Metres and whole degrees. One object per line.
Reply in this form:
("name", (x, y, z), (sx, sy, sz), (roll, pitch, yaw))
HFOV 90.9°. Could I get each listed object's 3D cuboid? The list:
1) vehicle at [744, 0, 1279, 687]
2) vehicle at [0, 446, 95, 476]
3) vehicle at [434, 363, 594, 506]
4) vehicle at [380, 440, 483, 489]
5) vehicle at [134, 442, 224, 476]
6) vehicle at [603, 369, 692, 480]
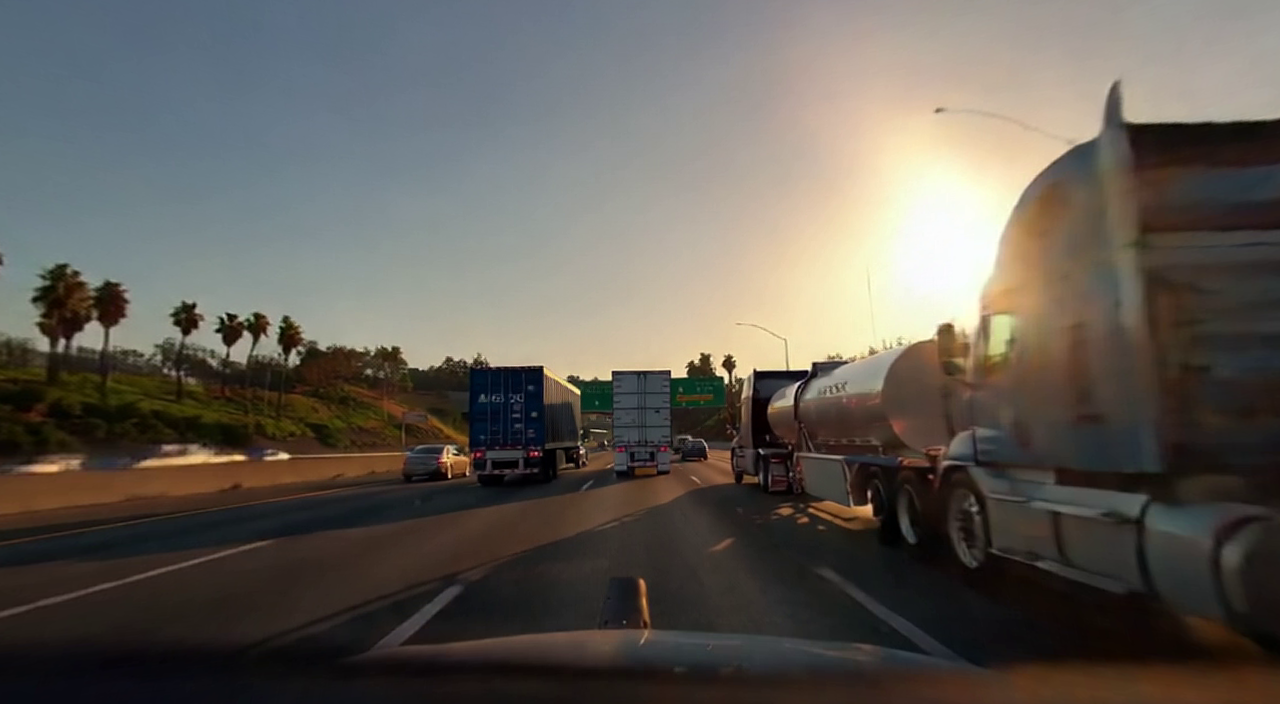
("vehicle", (4.414, 0.793, 10.926), (2.887, 4.178, 14.553), (0, -8, 1))
("vehicle", (-41.625, 7.450, 43.450), (2.377, 1.809, 6.207), (-1, -8, 3))
("vehicle", (-3.270, 2.653, 19.939), (2.786, 3.228, 11.082), (0, -8, 0))
("vehicle", (-6.816, 3.706, 21.202), (1.916, 1.465, 4.451), (0, -8, 0))
("vehicle", (-20.443, 4.726, 28.127), (1.442, 1.379, 3.278), (0, -8, 1))
("vehicle", (0.326, 3.871, 31.066), (3.097, 3.856, 18.209), (0, -9, 0))
